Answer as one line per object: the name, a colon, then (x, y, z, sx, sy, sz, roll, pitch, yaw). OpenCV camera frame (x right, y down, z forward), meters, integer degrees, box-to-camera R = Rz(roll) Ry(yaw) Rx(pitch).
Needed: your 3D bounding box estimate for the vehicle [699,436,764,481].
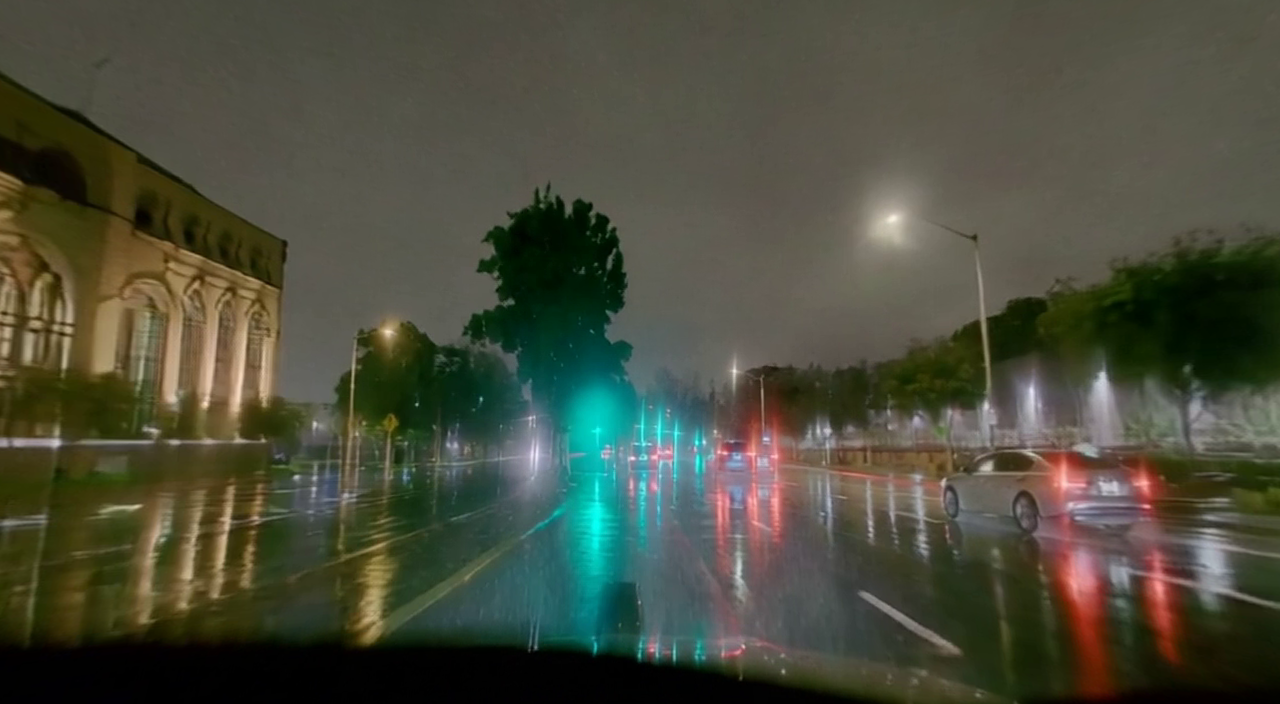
vehicle: (3.802, 4.527, 27.060, 2.036, 1.757, 4.300, 0, -9, -1)

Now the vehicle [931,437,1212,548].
vehicle: (7.021, 2.290, 10.994, 1.868, 1.472, 4.274, 2, -9, 0)

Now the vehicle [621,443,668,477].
vehicle: (0.227, 4.972, 29.241, 2.054, 1.446, 3.969, 0, -9, 1)
